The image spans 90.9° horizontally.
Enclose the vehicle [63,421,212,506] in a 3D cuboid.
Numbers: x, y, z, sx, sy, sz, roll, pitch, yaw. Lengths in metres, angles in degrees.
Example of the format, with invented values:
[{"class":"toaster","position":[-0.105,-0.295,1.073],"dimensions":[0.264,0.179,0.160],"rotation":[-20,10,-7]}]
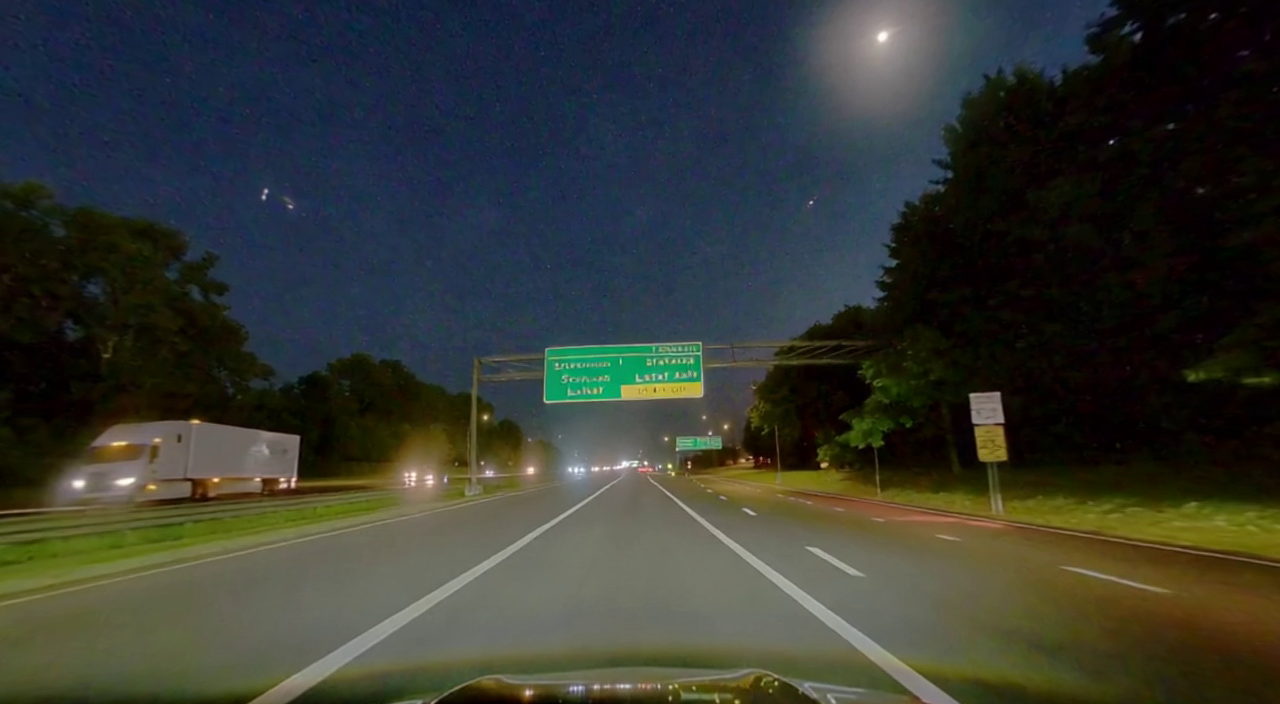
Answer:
[{"class":"vehicle","position":[-26.241,5.906,33.384],"dimensions":[3.011,4.011,5.861],"rotation":[2,-11,-5]}]

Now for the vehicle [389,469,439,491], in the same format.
[{"class":"vehicle","position":[-16.311,9.223,45.634],"dimensions":[1.874,1.496,4.616],"rotation":[1,-11,0]}]
